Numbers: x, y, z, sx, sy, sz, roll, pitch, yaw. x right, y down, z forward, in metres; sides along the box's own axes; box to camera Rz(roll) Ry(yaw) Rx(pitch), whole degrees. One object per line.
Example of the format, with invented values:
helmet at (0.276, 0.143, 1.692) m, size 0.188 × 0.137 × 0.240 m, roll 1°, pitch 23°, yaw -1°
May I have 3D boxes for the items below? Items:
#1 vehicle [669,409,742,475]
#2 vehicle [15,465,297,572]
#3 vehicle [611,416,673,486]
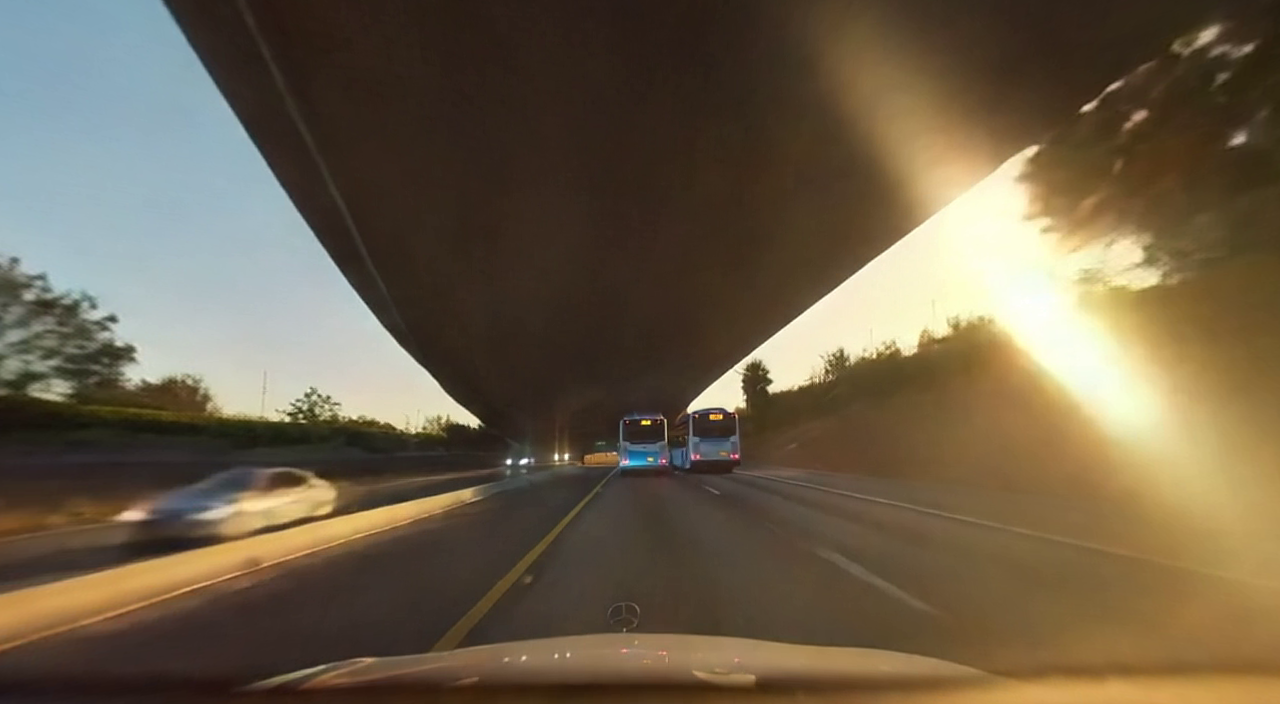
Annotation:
vehicle at (4.020, 6.044, 41.827) m, size 3.074 × 3.668 × 12.805 m, roll -1°, pitch -9°, yaw -2°
vehicle at (-8.763, 3.004, 12.020) m, size 1.893 × 1.482 × 4.464 m, roll -1°, pitch -9°, yaw -1°
vehicle at (0.011, 4.301, 27.420) m, size 2.414 × 2.675 × 5.574 m, roll -1°, pitch -9°, yaw -2°
